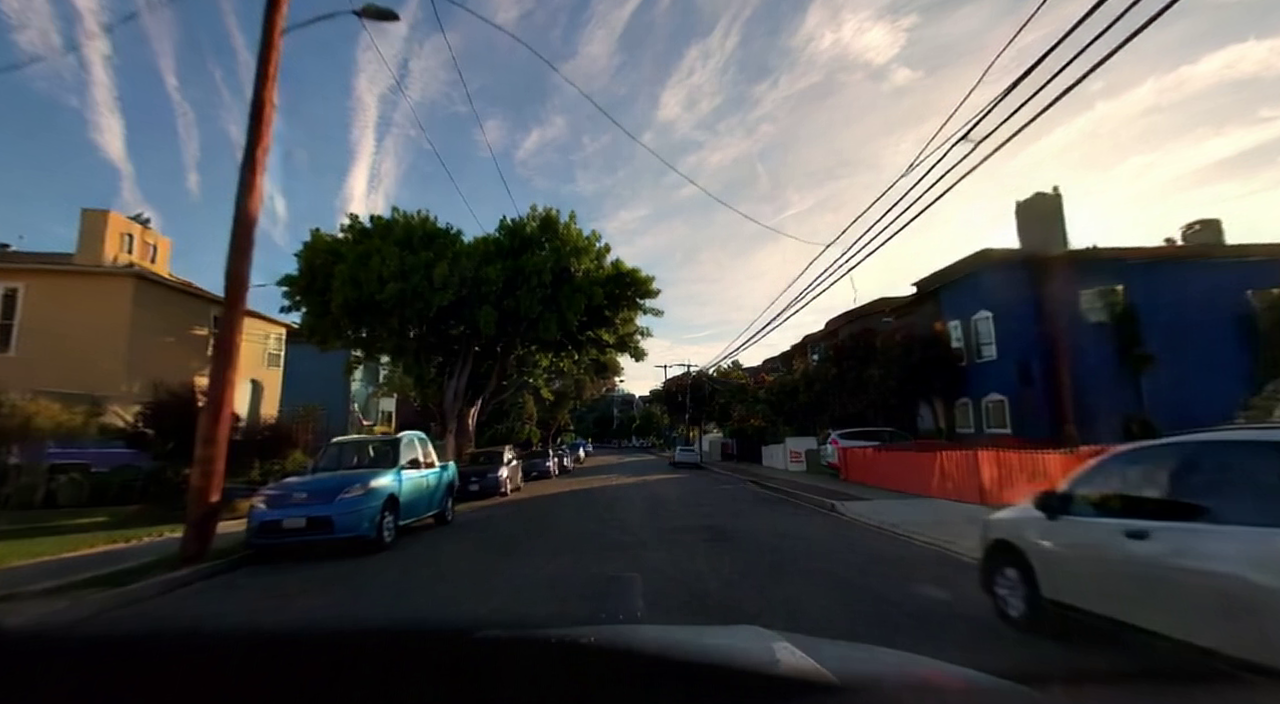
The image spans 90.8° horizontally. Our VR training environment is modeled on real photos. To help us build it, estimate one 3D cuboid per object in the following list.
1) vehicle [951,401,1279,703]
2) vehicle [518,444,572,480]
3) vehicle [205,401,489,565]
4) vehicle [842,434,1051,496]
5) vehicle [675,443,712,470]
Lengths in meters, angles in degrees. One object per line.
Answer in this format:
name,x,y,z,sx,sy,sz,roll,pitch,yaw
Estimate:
vehicle,3.539,1.009,2.770,2.019,1.536,4.405,0,-9,-1
vehicle,-4.238,4.944,28.749,1.745,1.490,4.304,0,-8,0
vehicle,-4.011,1.898,9.927,2.057,1.887,5.053,0,-8,-1
vehicle,8.021,2.972,16.836,4.594,1.512,1.824,0,-8,-2
vehicle,3.234,6.397,38.809,1.916,1.587,3.986,0,-9,0
